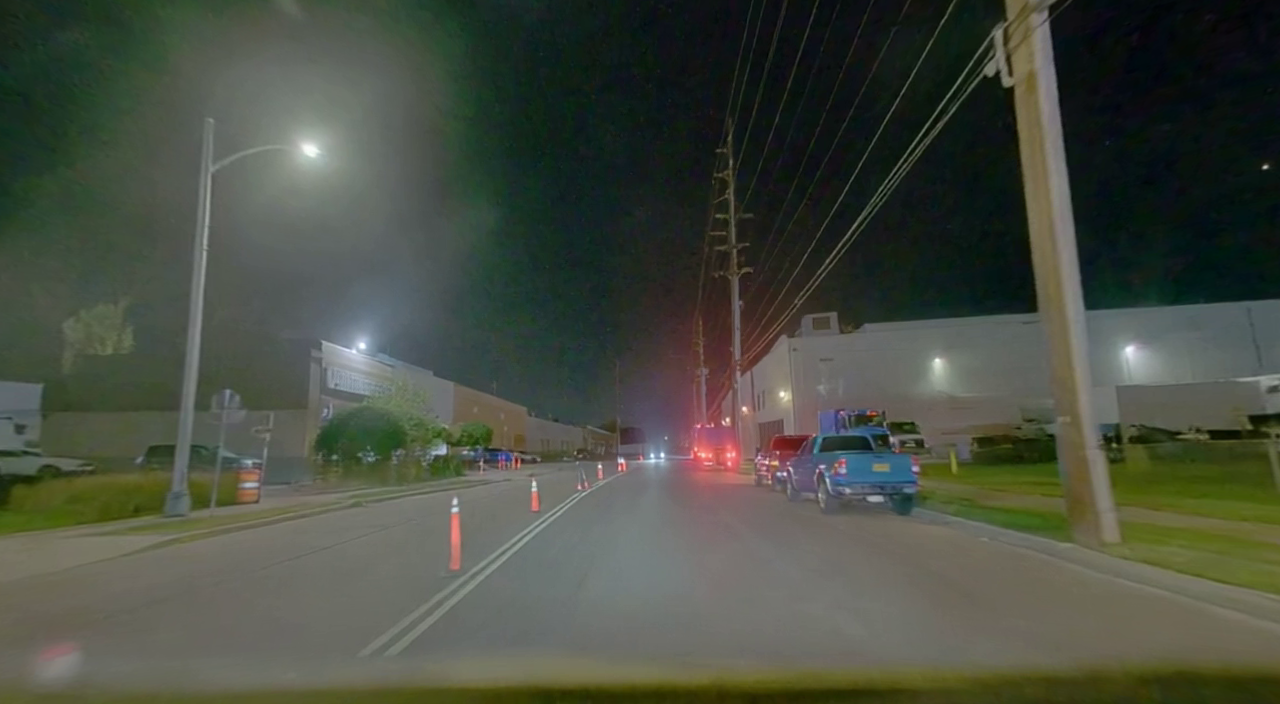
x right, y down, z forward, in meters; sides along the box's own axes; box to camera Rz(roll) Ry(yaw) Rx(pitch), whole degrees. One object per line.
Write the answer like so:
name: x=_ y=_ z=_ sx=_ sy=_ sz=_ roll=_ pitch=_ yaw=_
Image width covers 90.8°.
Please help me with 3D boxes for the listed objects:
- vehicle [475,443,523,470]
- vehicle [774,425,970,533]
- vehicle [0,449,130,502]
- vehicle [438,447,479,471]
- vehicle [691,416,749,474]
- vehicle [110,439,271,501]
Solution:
vehicle: x=-10.988 y=8.190 z=49.669 sx=2.287 sy=1.975 sz=5.511 roll=-1 pitch=-8 yaw=2
vehicle: x=4.237 y=2.403 z=12.633 sx=2.115 sy=1.702 sz=4.978 roll=0 pitch=-8 yaw=1
vehicle: x=-20.003 y=4.091 z=21.364 sx=1.799 sy=1.542 sz=4.546 roll=0 pitch=-8 yaw=-2
vehicle: x=-13.999 y=8.248 z=48.916 sx=1.971 sy=1.789 sz=4.360 roll=0 pitch=-8 yaw=-1
vehicle: x=4.840 y=5.831 z=39.667 sx=2.871 sy=3.301 sz=7.433 roll=0 pitch=-8 yaw=1
vehicle: x=-14.804 y=3.878 z=21.234 sx=2.085 sy=1.748 sz=4.558 roll=-3 pitch=-8 yaw=0
